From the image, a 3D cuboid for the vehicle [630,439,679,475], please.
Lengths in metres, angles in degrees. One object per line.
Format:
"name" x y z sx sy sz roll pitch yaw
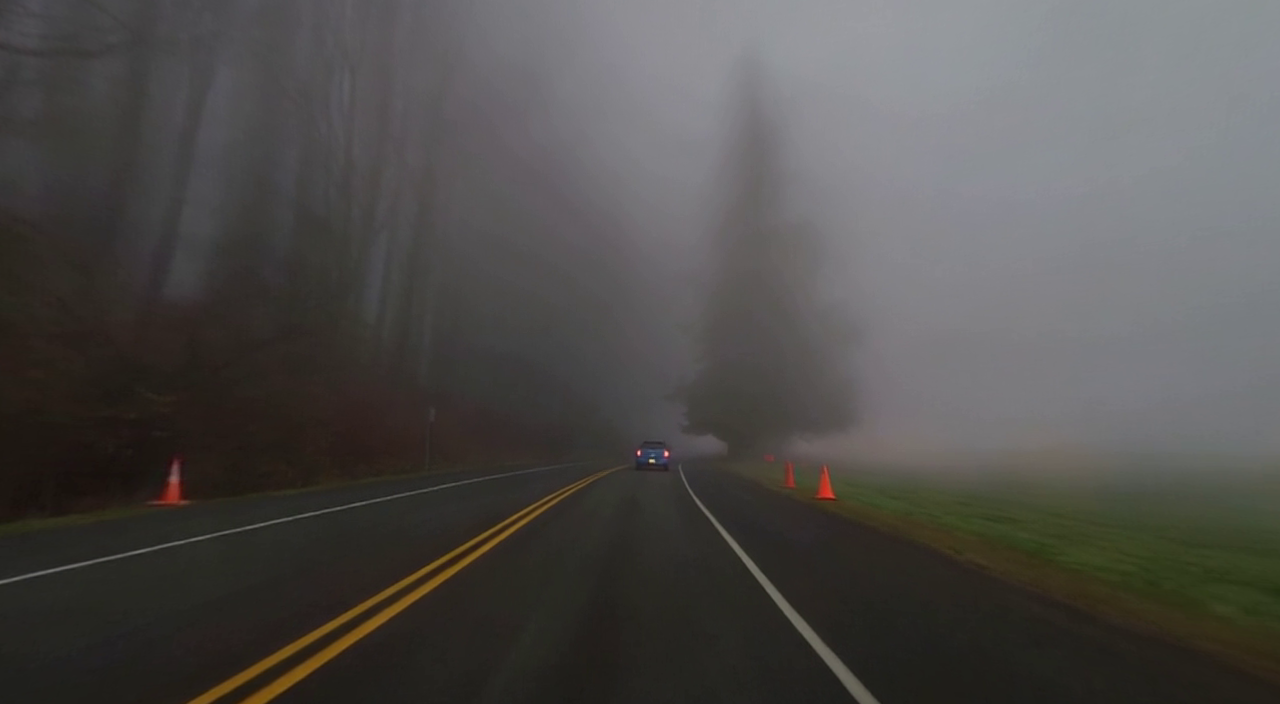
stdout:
"vehicle" 0.689 4.719 28.548 2.042 1.489 3.963 0 -9 2
